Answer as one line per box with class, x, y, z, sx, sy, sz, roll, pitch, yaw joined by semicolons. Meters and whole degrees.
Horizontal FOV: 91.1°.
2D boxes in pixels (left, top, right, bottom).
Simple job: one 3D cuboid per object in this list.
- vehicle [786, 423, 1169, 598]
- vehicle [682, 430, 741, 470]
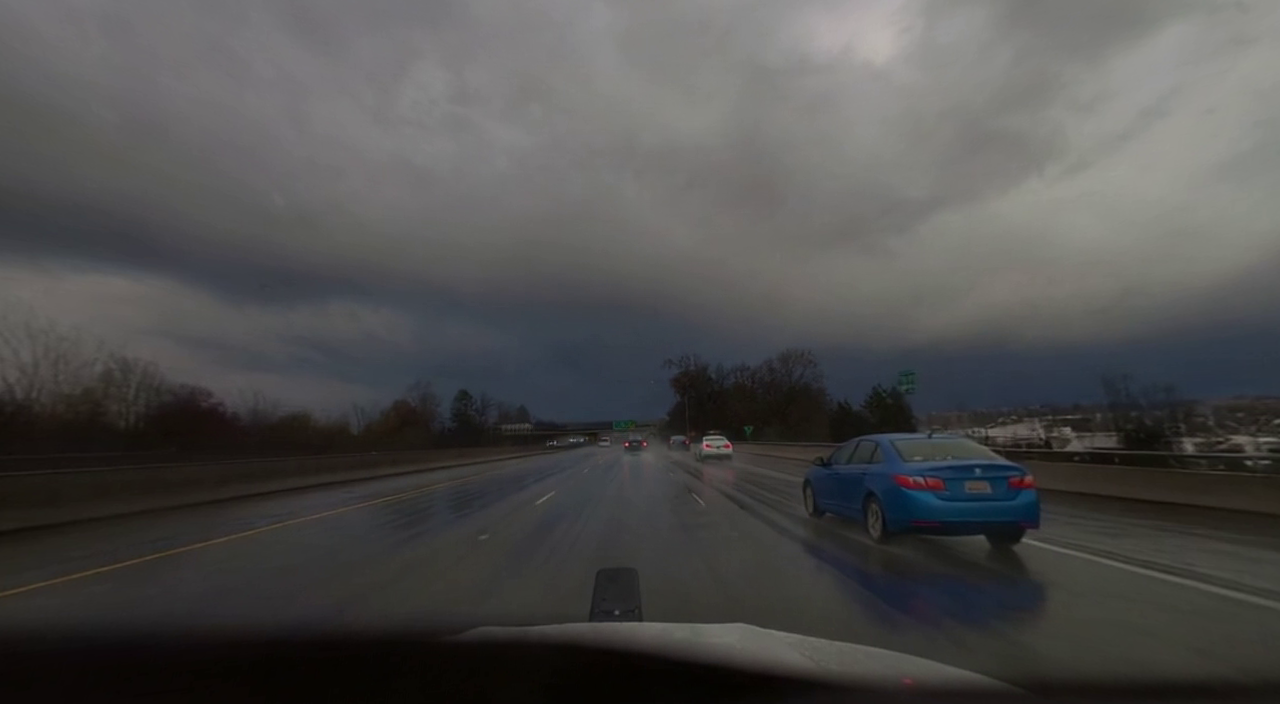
vehicle;3.458;1.683;7.792;2.056;1.479;4.660;0;-8;-2
vehicle;3.201;4.498;29.077;2.098;1.677;4.275;0;-8;-2
